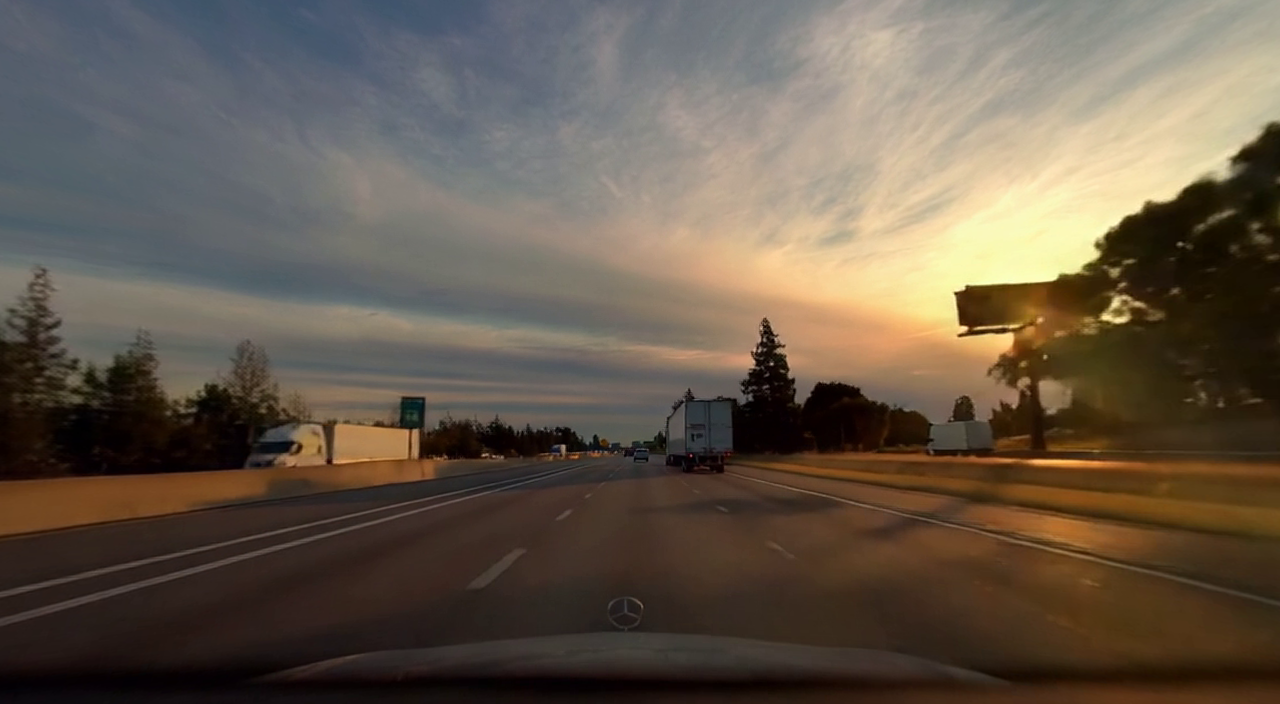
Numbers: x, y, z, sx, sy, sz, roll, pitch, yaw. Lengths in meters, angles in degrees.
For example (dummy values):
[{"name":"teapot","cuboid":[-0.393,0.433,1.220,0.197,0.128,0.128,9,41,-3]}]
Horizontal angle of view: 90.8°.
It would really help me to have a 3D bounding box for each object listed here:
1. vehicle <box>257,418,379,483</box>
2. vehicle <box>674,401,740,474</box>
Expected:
[{"name":"vehicle","cuboid":[-20.390,6.337,40.649,3.723,3.739,7.536,0,-9,0]},{"name":"vehicle","cuboid":[4.281,5.974,43.460,3.058,4.312,12.251,0,-9,0]}]
